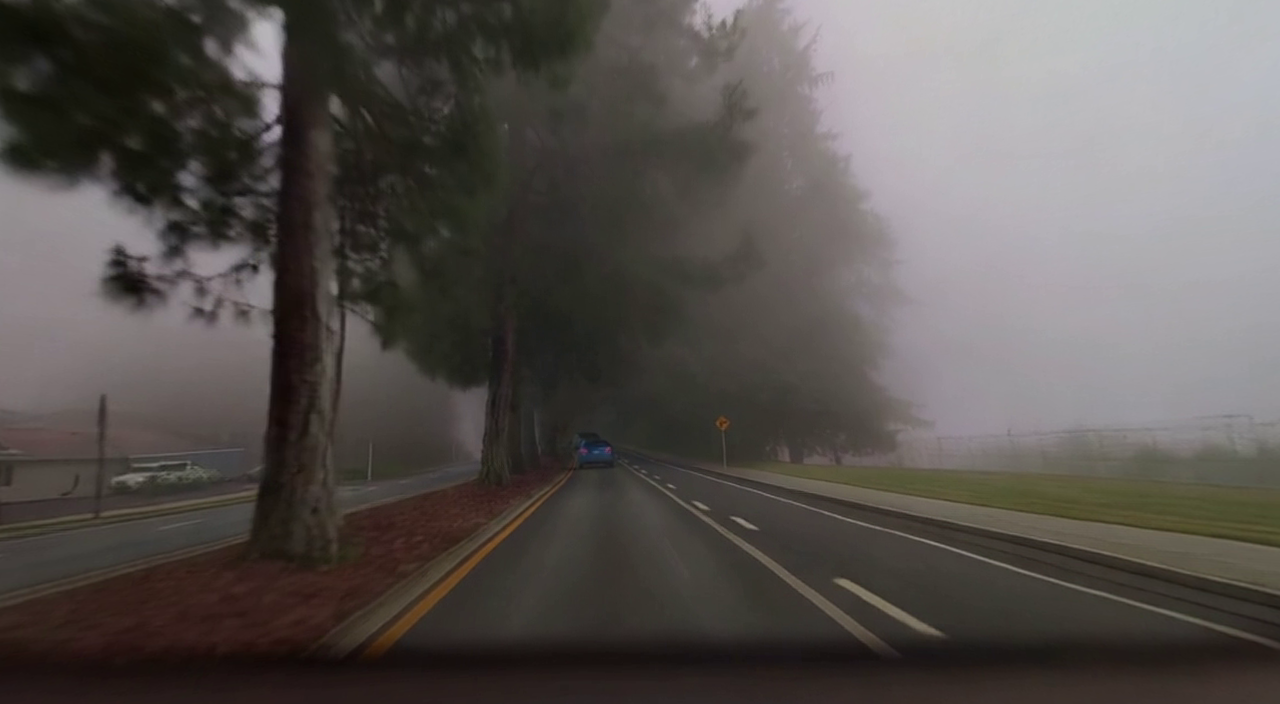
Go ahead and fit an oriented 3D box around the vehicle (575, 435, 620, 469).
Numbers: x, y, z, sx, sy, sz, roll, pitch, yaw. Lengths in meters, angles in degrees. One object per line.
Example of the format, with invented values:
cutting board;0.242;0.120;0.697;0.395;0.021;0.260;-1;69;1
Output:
vehicle;-2.276;5.273;33.433;2.216;1.708;4.110;1;-8;-4

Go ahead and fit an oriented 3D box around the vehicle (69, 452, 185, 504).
vehicle;-23.782;5.791;29.602;2.076;2.085;5.241;2;-8;-14
